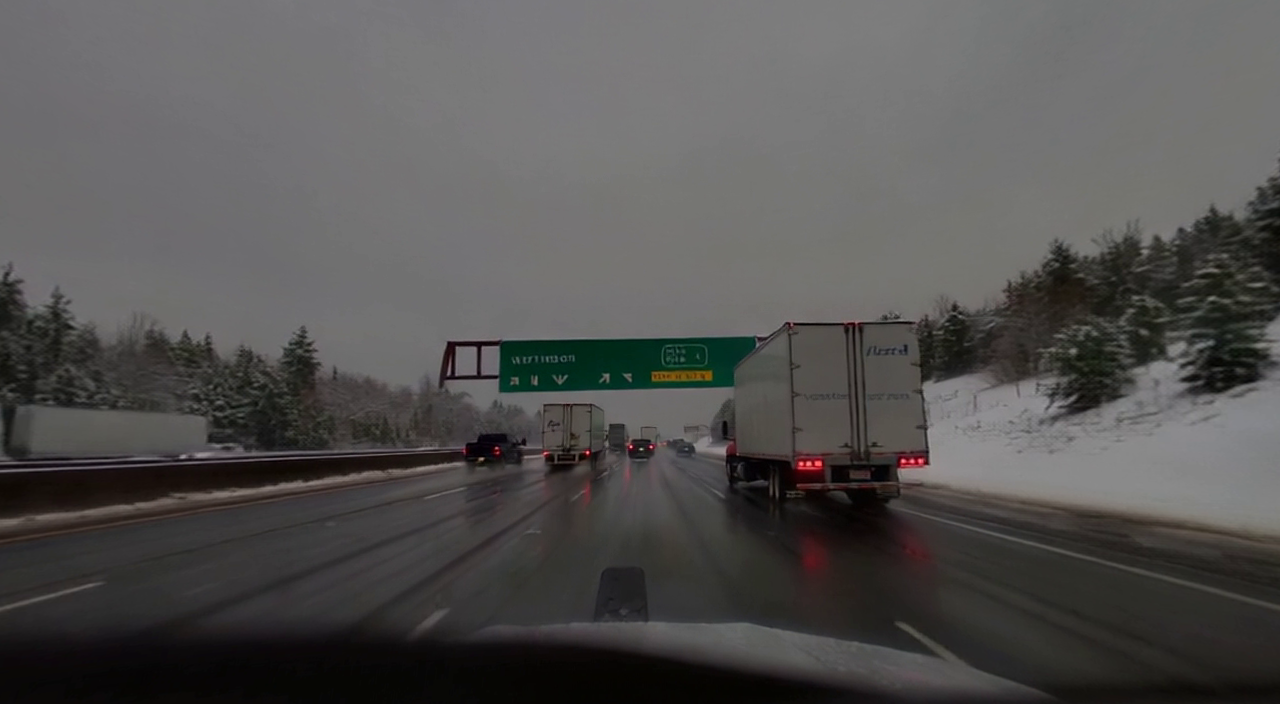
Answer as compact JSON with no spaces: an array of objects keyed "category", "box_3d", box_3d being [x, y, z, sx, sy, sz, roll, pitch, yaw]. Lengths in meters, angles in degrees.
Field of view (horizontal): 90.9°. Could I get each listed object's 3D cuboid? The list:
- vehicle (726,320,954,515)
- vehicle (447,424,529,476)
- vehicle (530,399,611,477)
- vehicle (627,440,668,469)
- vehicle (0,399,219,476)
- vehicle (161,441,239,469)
[{"category":"vehicle","box_3d":[4.047,1.698,15.064,2.895,3.484,7.631,0,-8,0]},{"category":"vehicle","box_3d":[-6.944,4.582,29.585,2.322,2.195,5.556,0,-8,1]},{"category":"vehicle","box_3d":[-3.042,4.095,29.760,2.745,3.156,7.608,0,-8,2]},{"category":"vehicle","box_3d":[0.424,5.596,34.533,2.105,1.502,4.068,0,-8,1]},{"category":"vehicle","box_3d":[-35.305,5.825,42.263,2.870,4.177,16.369,0,-8,1]},{"category":"vehicle","box_3d":[-31.131,7.298,44.793,1.993,1.892,4.736,0,-8,1]}]
